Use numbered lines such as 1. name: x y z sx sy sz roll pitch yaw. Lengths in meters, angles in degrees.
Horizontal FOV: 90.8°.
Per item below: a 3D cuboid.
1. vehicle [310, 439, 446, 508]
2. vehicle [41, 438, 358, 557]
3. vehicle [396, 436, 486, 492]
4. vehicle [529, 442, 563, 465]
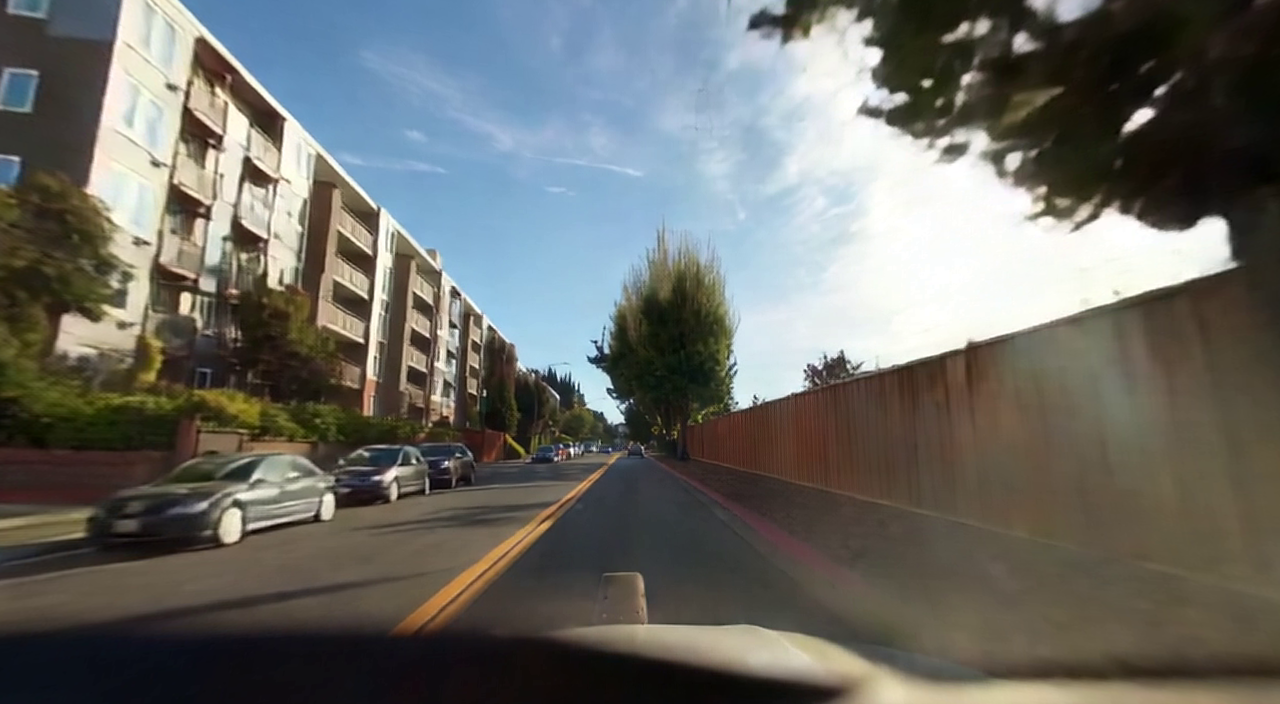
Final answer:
1. vehicle: -6.772 3.130 16.906 1.773 1.466 4.407 4 -8 -1
2. vehicle: -6.728 2.199 10.539 1.914 1.417 4.750 3 -8 -1
3. vehicle: -6.795 3.805 22.012 1.878 1.658 3.827 3 -7 -1
4. vehicle: -7.184 7.780 48.722 1.913 1.560 4.513 3 -8 0
